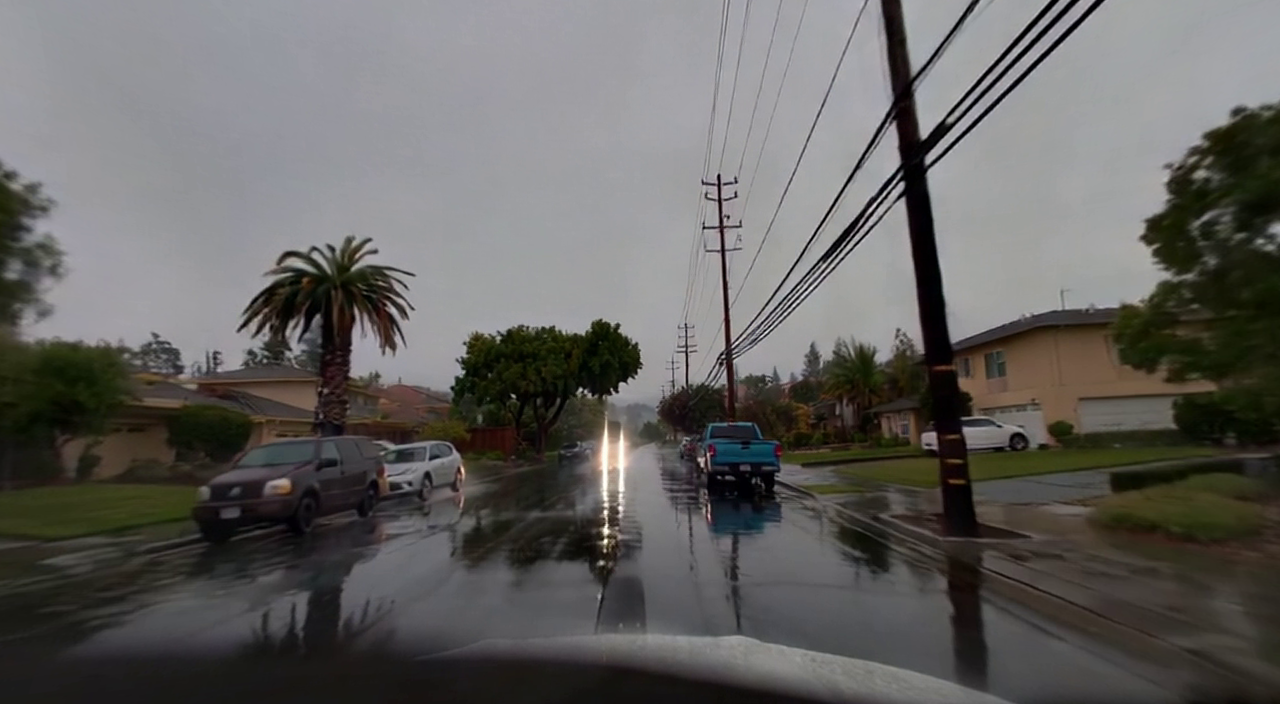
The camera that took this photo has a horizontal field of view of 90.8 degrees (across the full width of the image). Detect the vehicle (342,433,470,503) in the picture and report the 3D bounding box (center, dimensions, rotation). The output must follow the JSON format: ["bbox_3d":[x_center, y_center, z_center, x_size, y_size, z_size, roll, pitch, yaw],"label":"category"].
[{"bbox_3d":[-6.663,3.325,18.609,1.930,1.784,4.474,0,-8,1],"label":"vehicle"}]

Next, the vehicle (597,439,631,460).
[{"bbox_3d":[-1.926,7.468,48.433,2.213,1.548,4.370,0,-8,3],"label":"vehicle"}]

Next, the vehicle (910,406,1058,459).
[{"bbox_3d":[14.230,3.376,26.380,4.778,1.903,2.205,-2,-8,0],"label":"vehicle"}]

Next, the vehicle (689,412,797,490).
[{"bbox_3d":[2.943,3.069,19.834,2.437,2.015,6.511,0,-8,1],"label":"vehicle"}]

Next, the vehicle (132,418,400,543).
[{"bbox_3d":[-6.833,2.380,12.418,2.252,1.944,4.714,0,-8,1],"label":"vehicle"}]

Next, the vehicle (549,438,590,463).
[{"bbox_3d":[-5.345,7.567,48.545,2.226,1.768,4.780,-1,-8,4],"label":"vehicle"}]
